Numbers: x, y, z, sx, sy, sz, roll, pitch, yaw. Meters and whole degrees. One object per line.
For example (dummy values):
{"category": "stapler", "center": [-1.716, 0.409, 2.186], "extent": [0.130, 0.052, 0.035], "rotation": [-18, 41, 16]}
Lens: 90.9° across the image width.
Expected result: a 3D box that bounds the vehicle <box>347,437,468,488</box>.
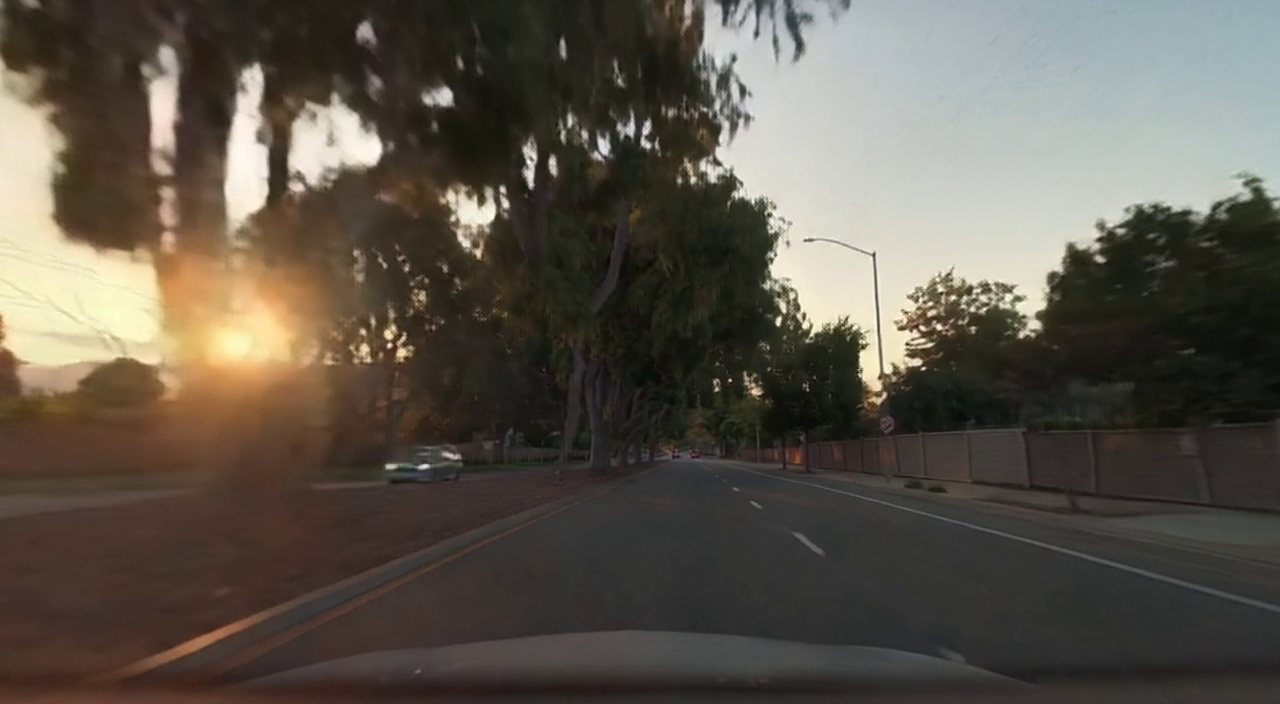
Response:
{"category": "vehicle", "center": [-8.204, 3.937, 22.839], "extent": [2.261, 1.655, 4.613], "rotation": [-1, -8, 6]}
